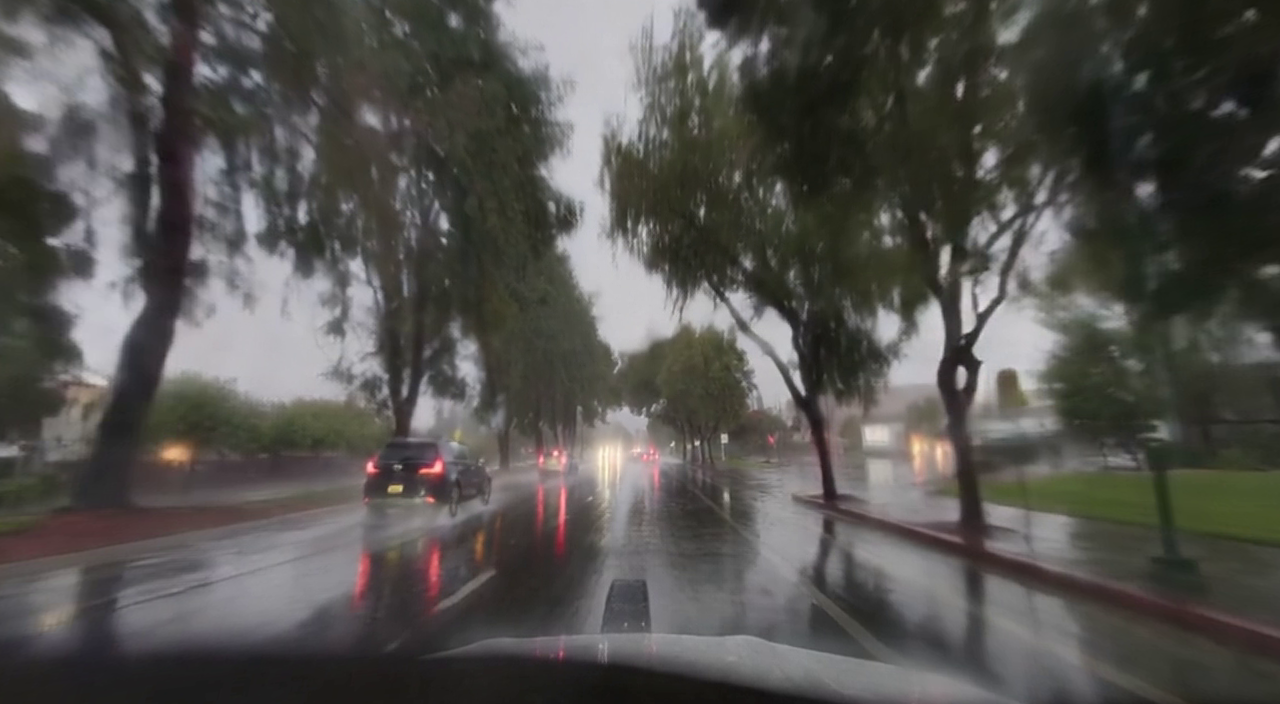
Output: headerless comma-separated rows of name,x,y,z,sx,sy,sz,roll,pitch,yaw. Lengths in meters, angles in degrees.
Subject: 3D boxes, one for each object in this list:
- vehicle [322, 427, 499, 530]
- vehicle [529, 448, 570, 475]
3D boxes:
vehicle,-4.457,2.531,13.117,2.123,1.761,4.322,0,-9,-1
vehicle,-6.026,7.384,42.533,1.985,1.708,4.310,0,-9,2
